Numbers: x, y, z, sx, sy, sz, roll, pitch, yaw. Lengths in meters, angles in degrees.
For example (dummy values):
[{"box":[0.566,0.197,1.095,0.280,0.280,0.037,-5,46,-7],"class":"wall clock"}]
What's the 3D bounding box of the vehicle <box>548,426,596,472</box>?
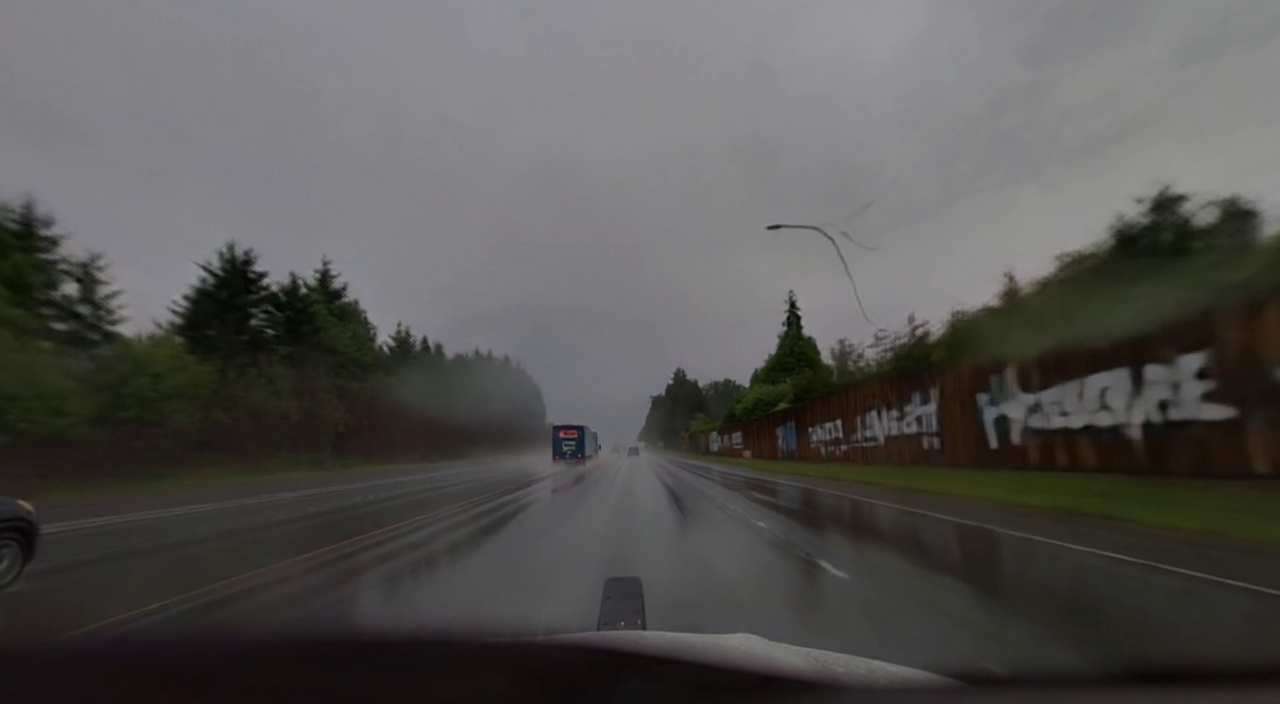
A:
[{"box":[-3.966,5.821,37.807,2.305,2.517,5.486,0,-9,0],"class":"vehicle"}]
